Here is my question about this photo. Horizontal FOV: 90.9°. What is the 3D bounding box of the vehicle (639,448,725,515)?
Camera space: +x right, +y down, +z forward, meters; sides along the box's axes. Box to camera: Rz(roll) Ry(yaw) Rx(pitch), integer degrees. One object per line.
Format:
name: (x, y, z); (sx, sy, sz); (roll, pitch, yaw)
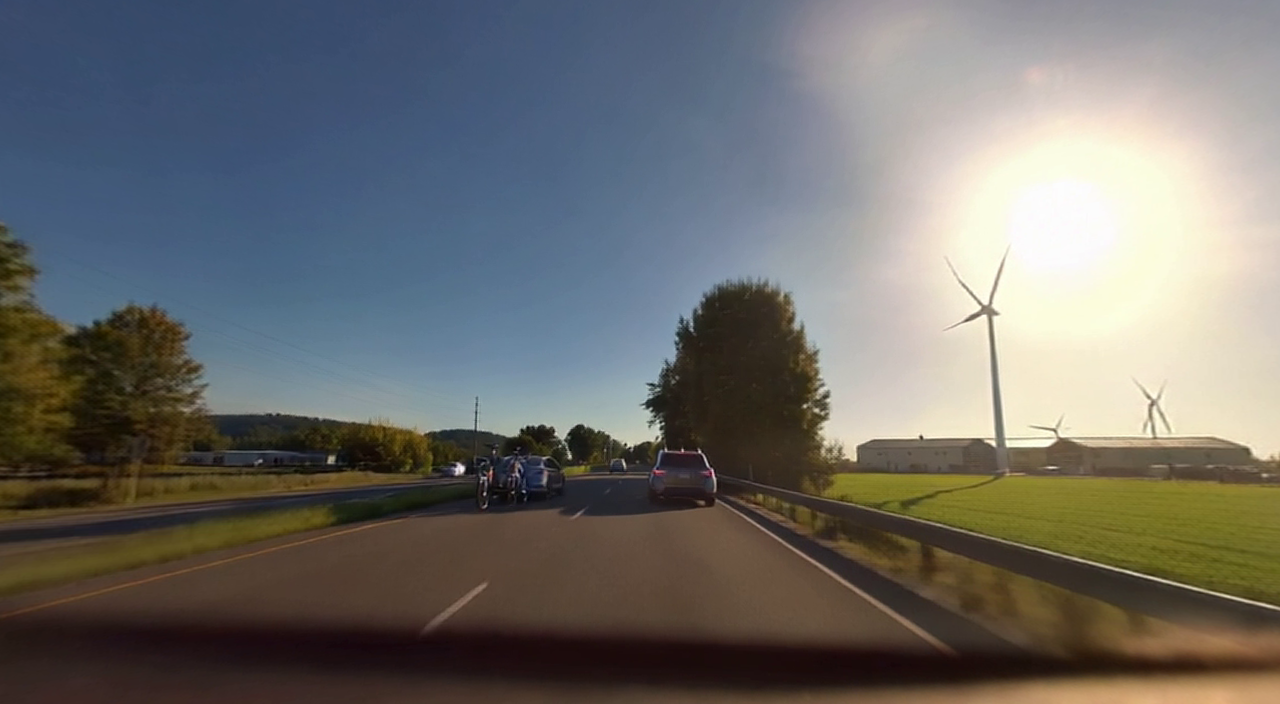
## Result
vehicle: (1.034, 3.439, 17.243); (2.063, 1.582, 3.955); (0, -9, 0)

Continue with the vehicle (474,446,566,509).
vehicle: (-3.530, 3.770, 19.317); (1.962, 1.681, 4.033); (0, -9, 1)
